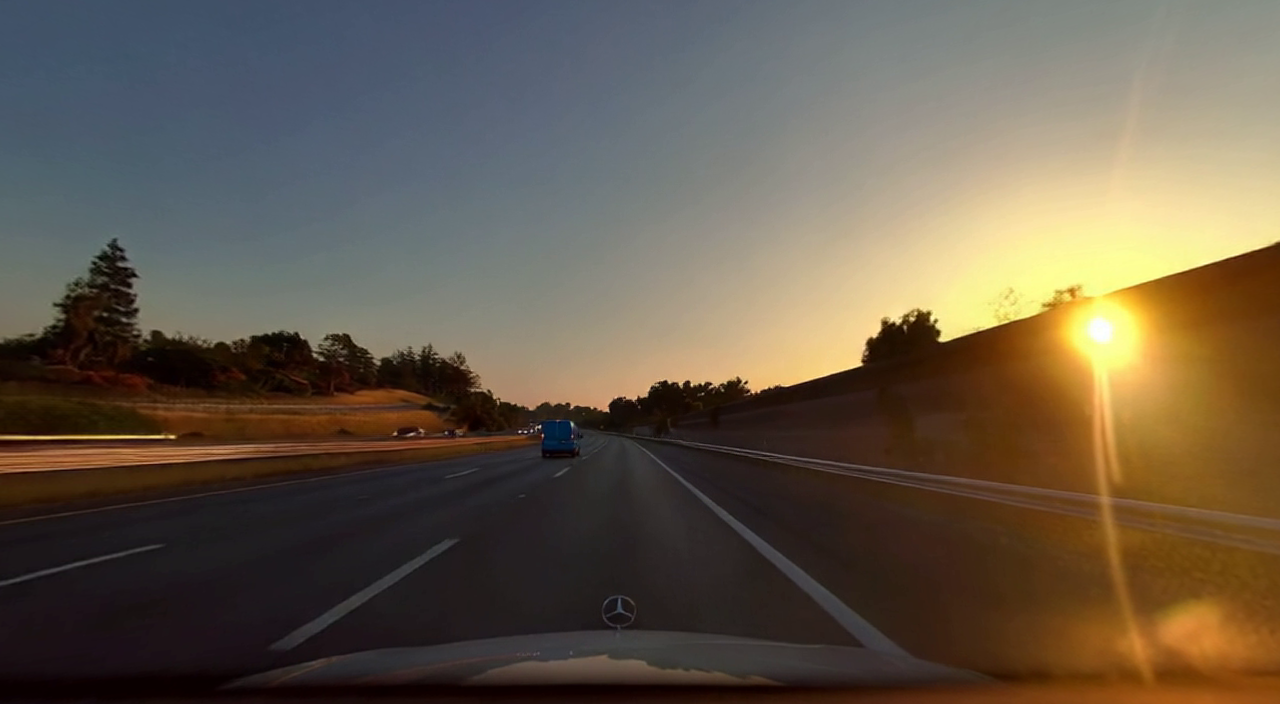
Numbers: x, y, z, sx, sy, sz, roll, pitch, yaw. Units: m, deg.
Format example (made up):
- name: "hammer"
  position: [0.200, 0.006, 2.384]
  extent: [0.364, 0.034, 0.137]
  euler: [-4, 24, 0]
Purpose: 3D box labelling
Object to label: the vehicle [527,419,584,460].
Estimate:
- name: "vehicle"
  position: [-4.429, 4.679, 33.726]
  extent: [2.309, 2.053, 4.884]
  euler: [0, -8, 1]
